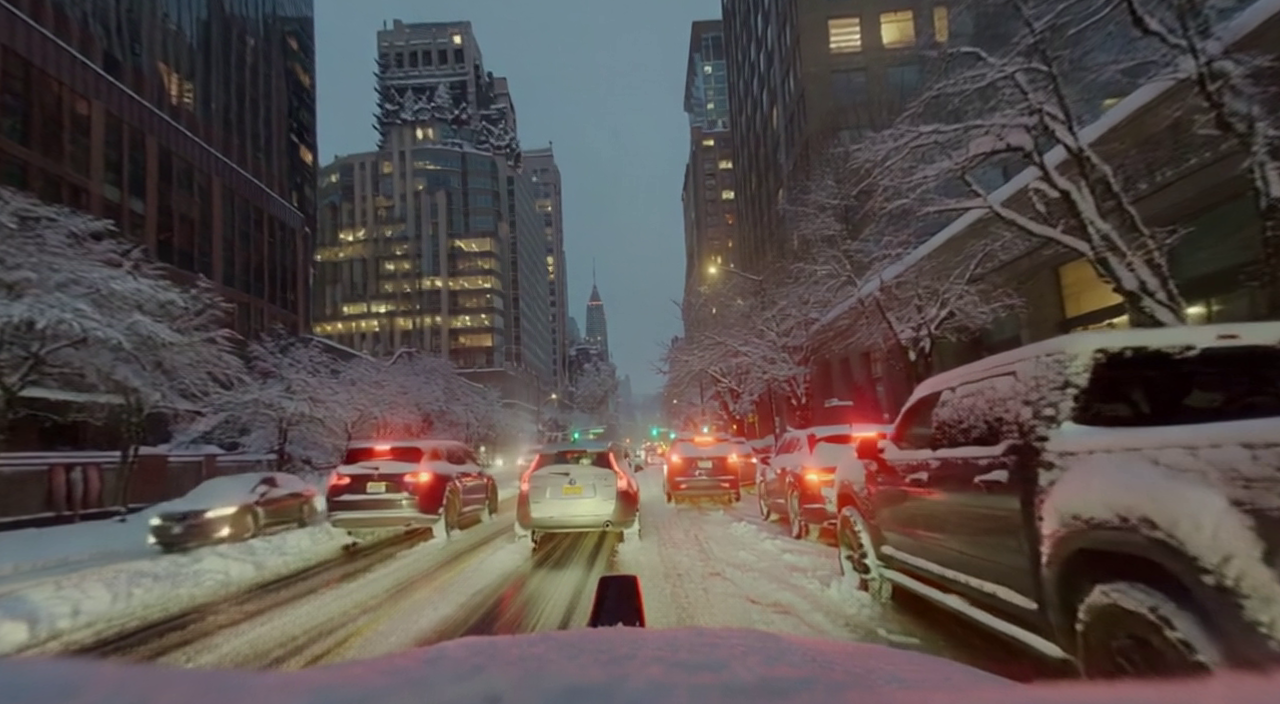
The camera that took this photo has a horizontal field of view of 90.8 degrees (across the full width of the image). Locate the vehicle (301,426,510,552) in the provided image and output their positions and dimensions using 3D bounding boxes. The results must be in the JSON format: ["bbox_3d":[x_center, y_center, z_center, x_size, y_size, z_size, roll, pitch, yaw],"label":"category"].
[{"bbox_3d":[-3.939,2.356,11.690,2.000,1.818,4.668,0,-8,1],"label":"vehicle"}]

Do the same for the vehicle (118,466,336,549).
[{"bbox_3d":[-9.273,3.488,14.822,1.976,1.475,4.684,0,-9,0],"label":"vehicle"}]

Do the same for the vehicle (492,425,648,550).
[{"bbox_3d":[-0.923,2.124,10.575,2.076,1.667,3.948,0,-8,1],"label":"vehicle"}]

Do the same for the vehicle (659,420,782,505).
[{"bbox_3d":[2.385,2.953,17.405,2.352,1.953,4.798,-3,-9,19],"label":"vehicle"}]

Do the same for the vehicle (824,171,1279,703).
[{"bbox_3d":[2.981,0.757,3.565,2.225,2.070,5.264,0,-8,-1],"label":"vehicle"}]
